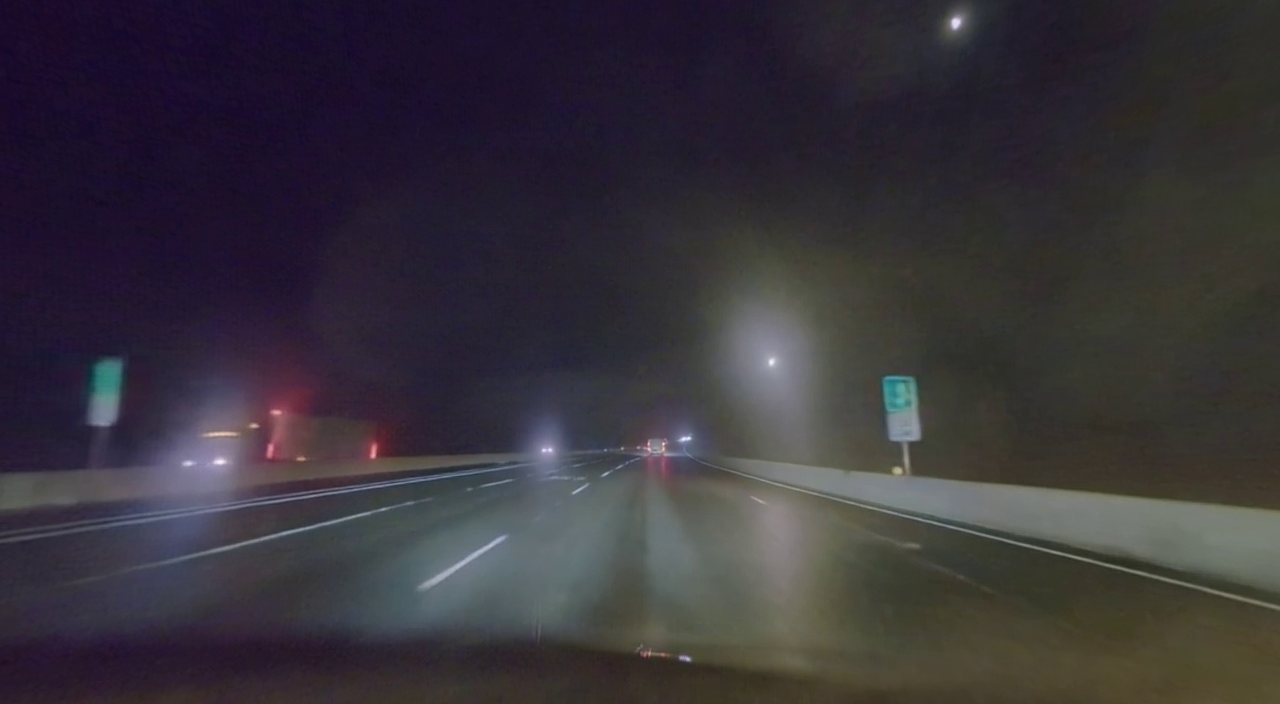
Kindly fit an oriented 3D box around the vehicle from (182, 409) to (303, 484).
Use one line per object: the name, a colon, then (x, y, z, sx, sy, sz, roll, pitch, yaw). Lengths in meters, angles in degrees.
vehicle: (-23.217, 5.572, 37.311, 2.999, 4.019, 5.980, -1, -9, 1)
